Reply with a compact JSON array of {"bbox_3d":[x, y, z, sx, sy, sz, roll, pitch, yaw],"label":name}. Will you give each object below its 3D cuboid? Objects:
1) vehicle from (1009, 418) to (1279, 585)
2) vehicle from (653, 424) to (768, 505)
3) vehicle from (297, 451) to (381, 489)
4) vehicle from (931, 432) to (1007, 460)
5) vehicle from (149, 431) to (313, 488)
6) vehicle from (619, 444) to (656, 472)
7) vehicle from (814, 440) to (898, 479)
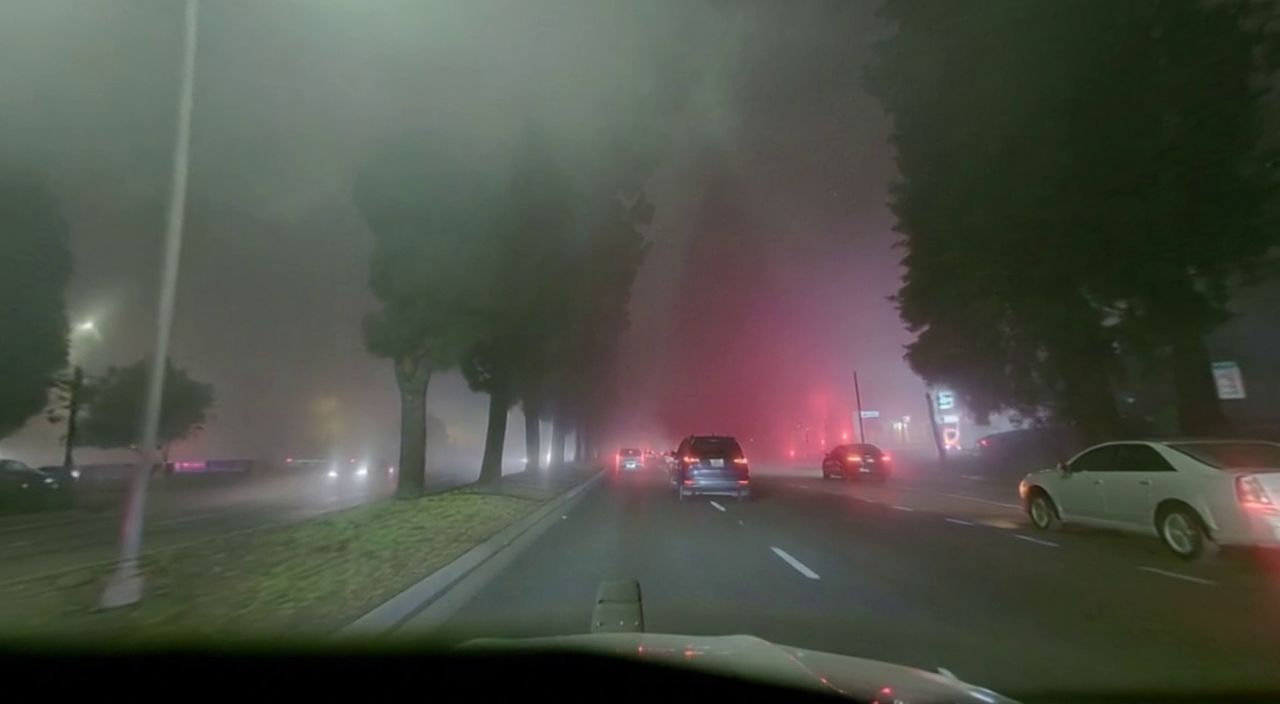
[{"bbox_3d":[6.720,1.622,7.512,1.994,1.488,4.313,0,-9,-1],"label":"vehicle"},{"bbox_3d":[1.717,3.017,17.385,2.300,1.870,4.936,0,-9,-3],"label":"vehicle"},{"bbox_3d":[-16.154,6.311,34.257,2.124,1.802,5.097,0,-8,-1],"label":"vehicle"},{"bbox_3d":[20.219,5.840,39.077,2.109,1.592,4.481,0,-9,-2],"label":"vehicle"},{"bbox_3d":[-26.356,6.965,41.100,8.231,3.396,3.340,-1,-10,1],"label":"vehicle"},{"bbox_3d":[-0.175,6.230,37.255,2.050,1.504,4.024,0,-9,-1],"label":"vehicle"},{"bbox_3d":[9.165,4.590,27.200,1.894,1.517,4.419,0,-9,-2],"label":"vehicle"}]
